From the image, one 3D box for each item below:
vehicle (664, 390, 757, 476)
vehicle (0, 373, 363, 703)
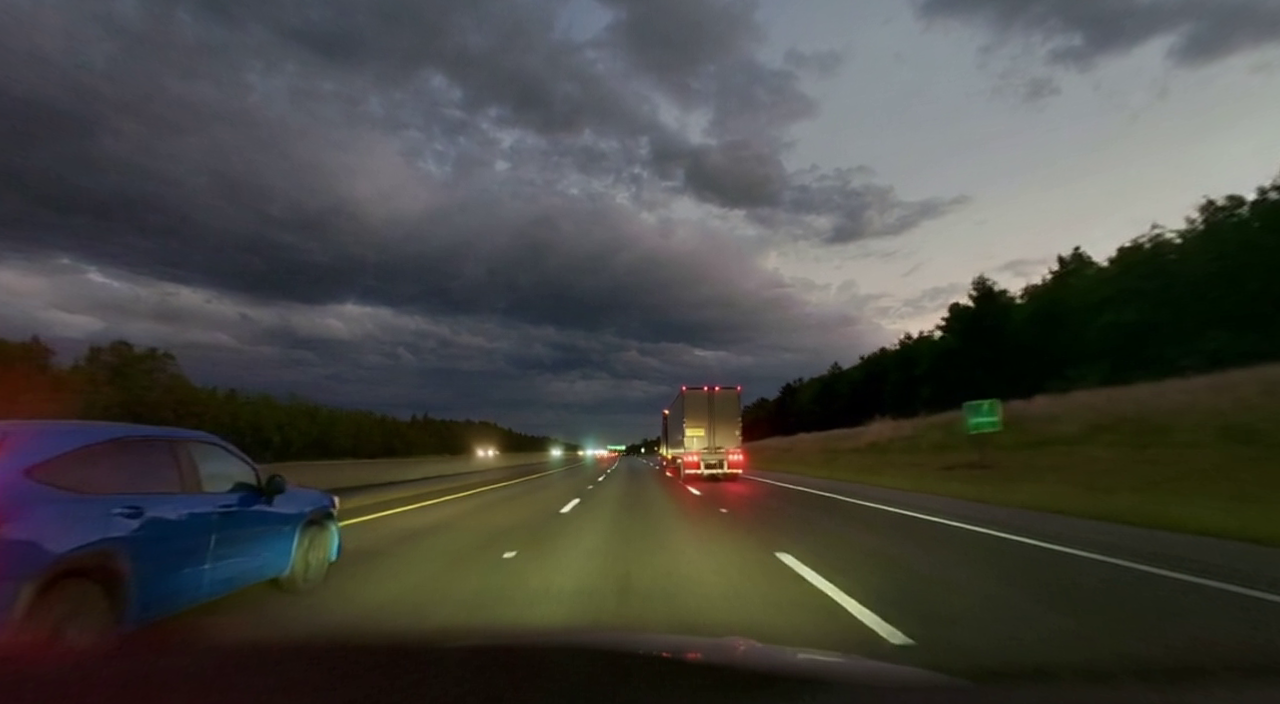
[{"bbox_3d":[3.795,5.355,39.879,3.532,4.201,17.611,0,-9,-1],"label":"vehicle"},{"bbox_3d":[-4.058,1.197,4.550,2.115,1.670,4.261,0,-9,0],"label":"vehicle"}]
